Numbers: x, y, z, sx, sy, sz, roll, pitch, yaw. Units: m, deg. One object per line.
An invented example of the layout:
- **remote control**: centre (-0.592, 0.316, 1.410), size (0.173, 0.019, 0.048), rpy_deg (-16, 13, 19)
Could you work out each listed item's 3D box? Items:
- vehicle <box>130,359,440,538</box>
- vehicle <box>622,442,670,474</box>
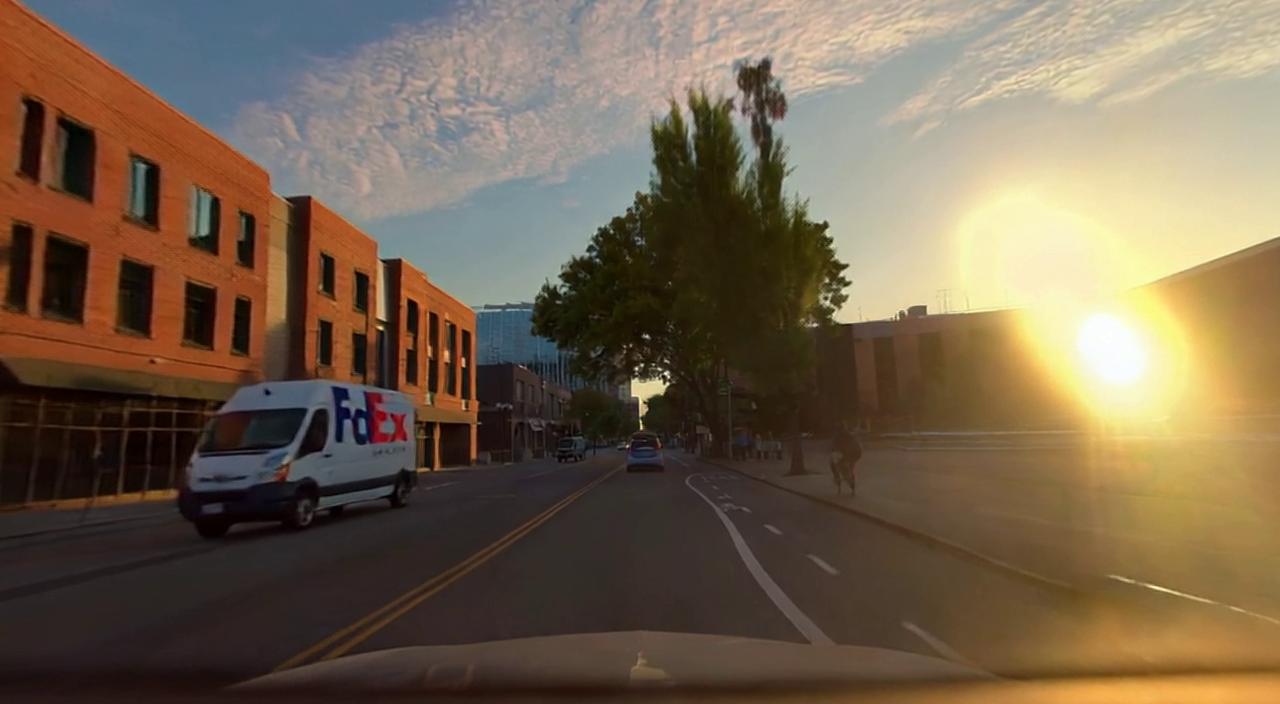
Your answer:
- **vehicle**: centre (-7.200, 2.162, 14.439), size (2.754, 3.065, 7.103), rpy_deg (0, -8, 2)
- **vehicle**: centre (0.386, 5.543, 33.329), size (2.356, 1.572, 4.810), rpy_deg (0, -8, 2)
